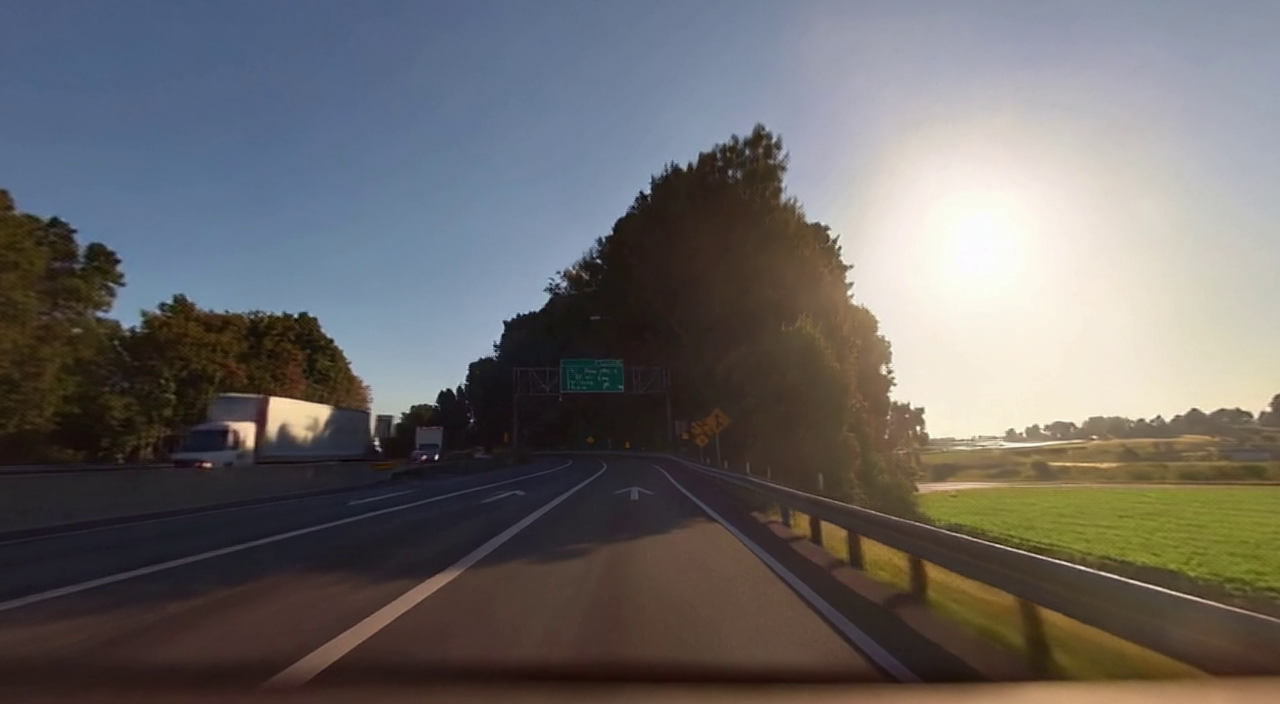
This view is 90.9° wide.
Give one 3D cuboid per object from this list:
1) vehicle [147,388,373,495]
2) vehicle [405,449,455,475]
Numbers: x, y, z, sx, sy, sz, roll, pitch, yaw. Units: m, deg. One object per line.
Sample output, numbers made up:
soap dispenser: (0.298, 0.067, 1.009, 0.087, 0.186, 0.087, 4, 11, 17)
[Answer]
vehicle: (-15.009, 3.823, 26.467, 2.988, 3.568, 10.170, 0, -9, 1)
vehicle: (-15.201, 8.005, 45.900, 2.144, 1.764, 4.730, 0, -9, -2)
